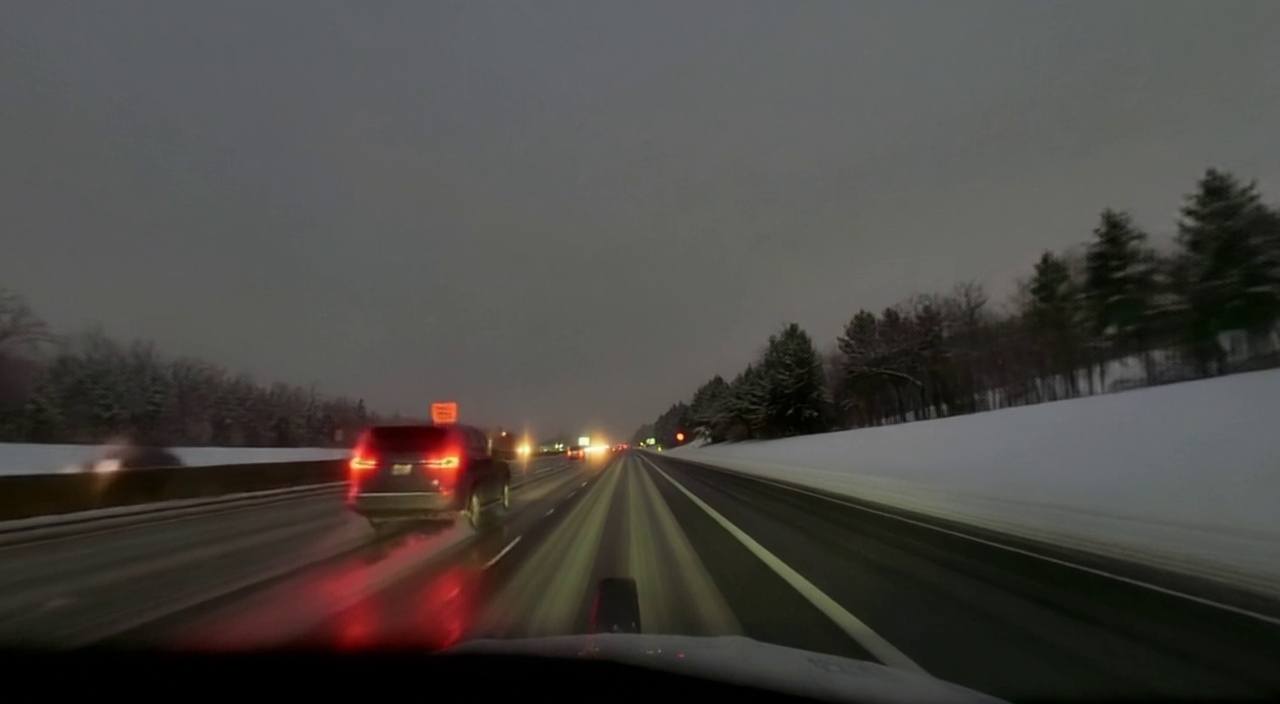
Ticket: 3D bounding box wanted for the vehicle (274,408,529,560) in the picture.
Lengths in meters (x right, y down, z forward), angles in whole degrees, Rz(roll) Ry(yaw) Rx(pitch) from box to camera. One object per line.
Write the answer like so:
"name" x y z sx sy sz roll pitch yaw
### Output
"vehicle" -3.112 1.837 9.461 2.103 1.715 4.371 0 -9 0
